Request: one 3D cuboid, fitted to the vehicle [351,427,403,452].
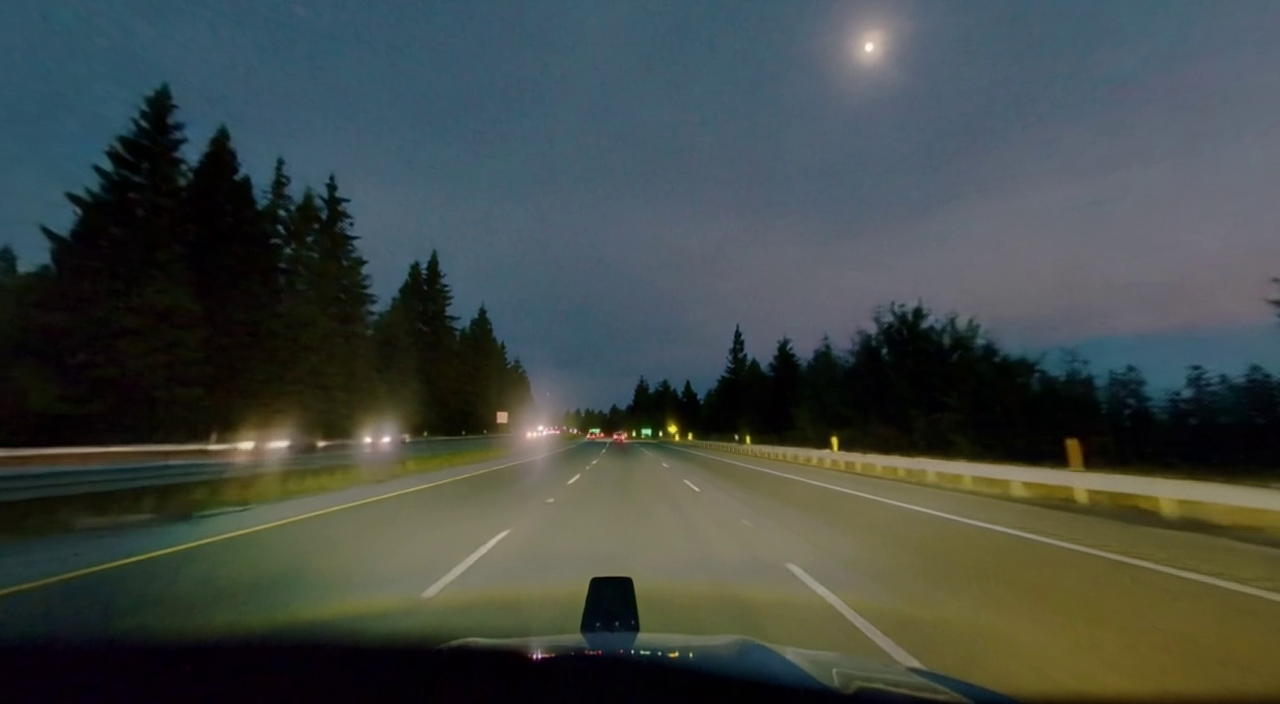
[{"bbox_3d":[-18.367,6.138,44.261,1.835,1.601,4.326,0,-8,-1],"label":"vehicle"}]
